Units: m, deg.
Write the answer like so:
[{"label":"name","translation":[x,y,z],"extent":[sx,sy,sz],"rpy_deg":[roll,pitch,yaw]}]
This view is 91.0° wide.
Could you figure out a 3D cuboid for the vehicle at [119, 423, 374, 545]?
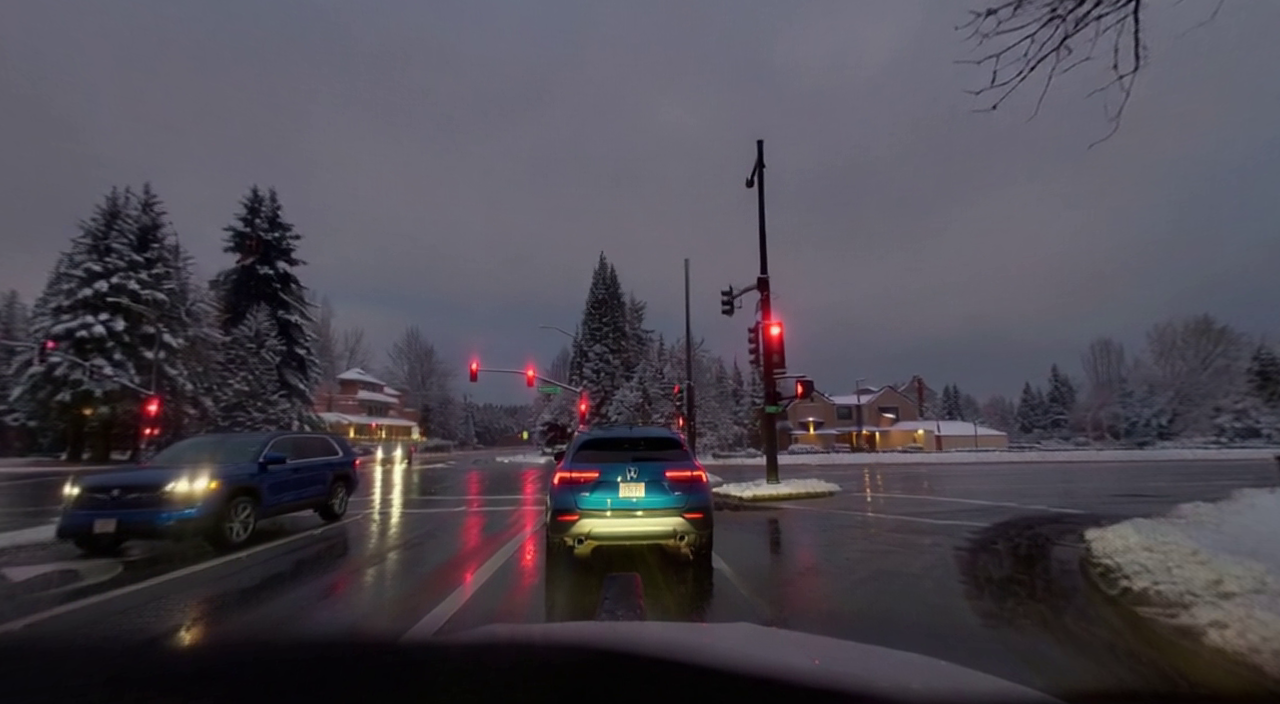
[{"label":"vehicle","translation":[-6.454,2.179,11.049],"extent":[2.020,1.695,4.187],"rpy_deg":[1,-9,-5]}]

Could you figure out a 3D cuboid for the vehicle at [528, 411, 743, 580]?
[{"label":"vehicle","translation":[-0.194,1.754,8.471],"extent":[2.154,1.670,4.140],"rpy_deg":[1,-9,-4]}]
